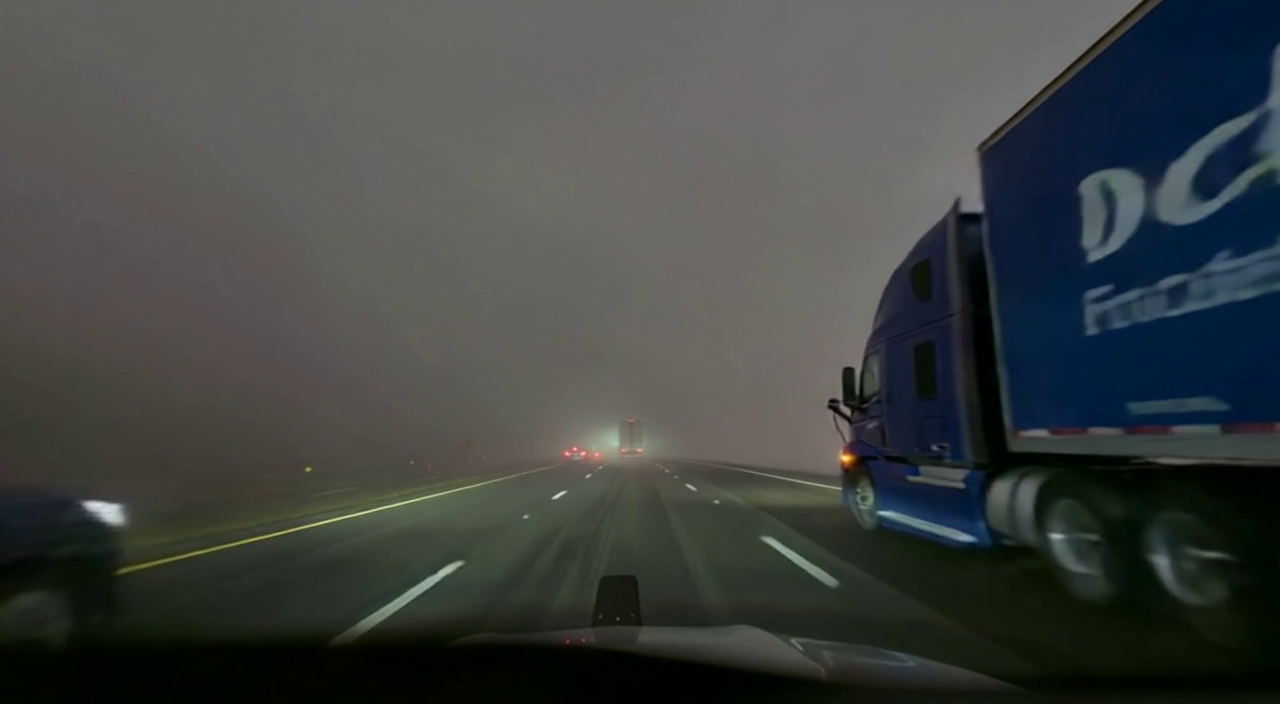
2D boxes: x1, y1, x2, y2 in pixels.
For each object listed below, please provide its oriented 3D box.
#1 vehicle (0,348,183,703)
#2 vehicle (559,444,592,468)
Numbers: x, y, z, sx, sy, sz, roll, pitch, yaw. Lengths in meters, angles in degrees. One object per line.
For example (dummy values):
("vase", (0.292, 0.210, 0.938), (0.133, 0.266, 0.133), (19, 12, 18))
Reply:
("vehicle", (-3.795, 0.667, 1.492), (2.160, 1.691, 4.243), (0, -9, 0))
("vehicle", (-4.752, 7.669, 46.463), (2.099, 1.651, 4.397), (0, -9, -1))
